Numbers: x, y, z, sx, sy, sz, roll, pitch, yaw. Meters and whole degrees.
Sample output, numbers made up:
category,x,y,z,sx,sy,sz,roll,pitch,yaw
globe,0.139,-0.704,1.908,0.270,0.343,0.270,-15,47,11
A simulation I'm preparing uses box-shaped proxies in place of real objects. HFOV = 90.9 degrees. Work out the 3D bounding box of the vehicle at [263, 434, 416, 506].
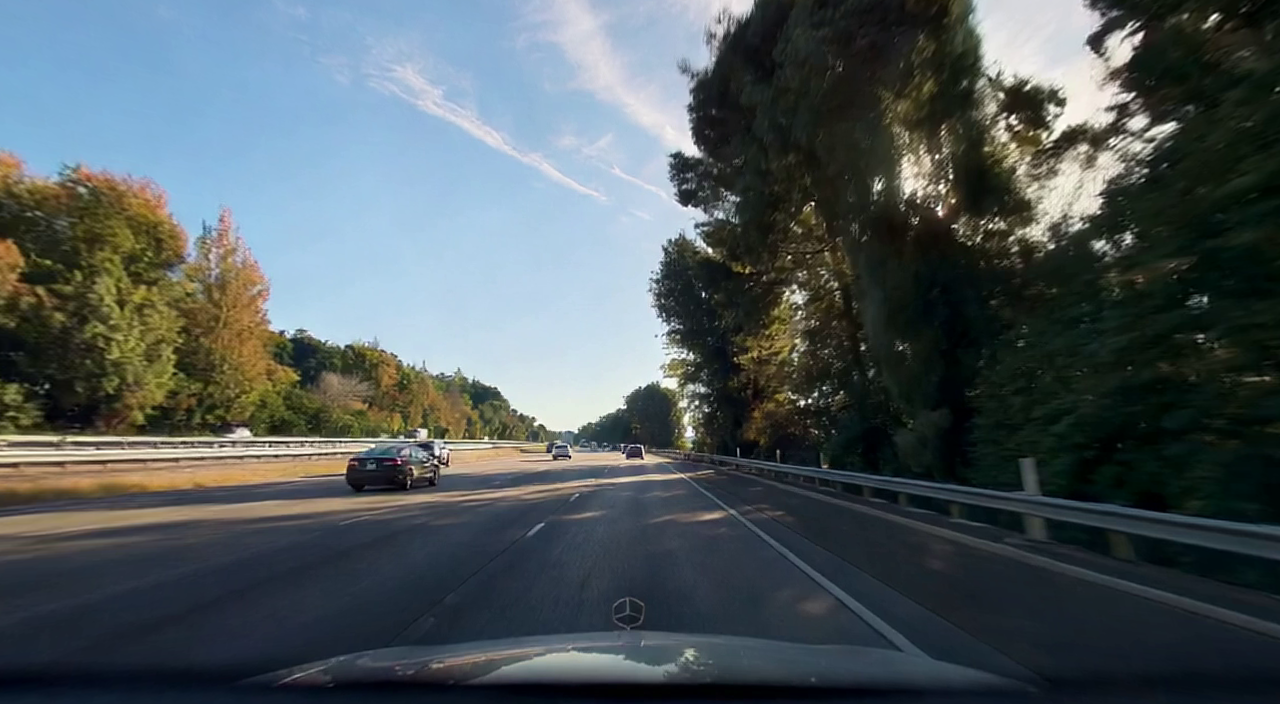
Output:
category,x,y,z,sx,sy,sz,roll,pitch,yaw
vehicle,-7.446,2.947,16.147,1.972,1.603,3.891,0,-8,0
